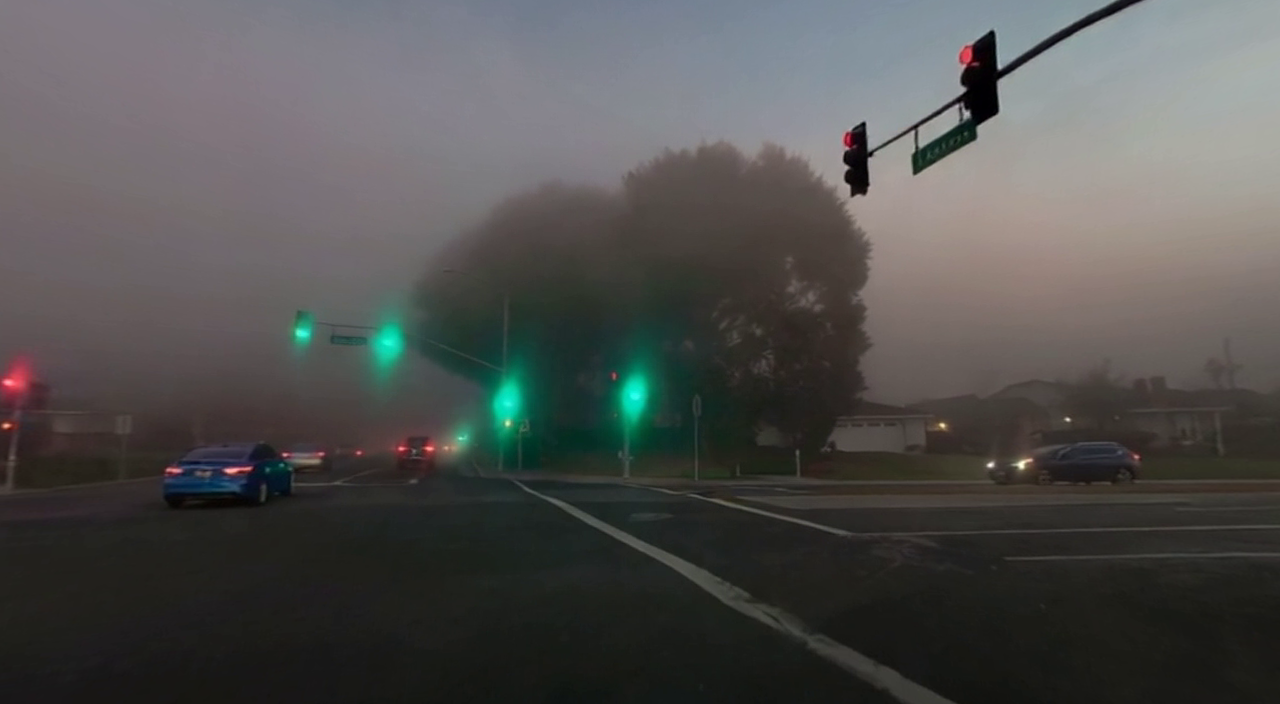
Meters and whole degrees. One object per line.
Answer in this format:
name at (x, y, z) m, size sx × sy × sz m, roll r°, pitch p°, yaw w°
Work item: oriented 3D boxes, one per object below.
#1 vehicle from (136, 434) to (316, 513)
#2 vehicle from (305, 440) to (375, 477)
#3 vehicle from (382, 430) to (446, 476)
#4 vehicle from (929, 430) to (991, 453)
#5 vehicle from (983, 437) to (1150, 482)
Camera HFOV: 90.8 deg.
vehicle at (-9.169, 2.670, 14.546) m, size 1.977 × 1.488 × 4.741 m, roll 2°, pitch -9°, yaw -15°
vehicle at (-13.090, 4.652, 27.875) m, size 1.934 × 1.459 × 4.368 m, roll 2°, pitch -9°, yaw -14°
vehicle at (-10.252, 4.590, 29.005) m, size 2.396 × 1.881 × 4.606 m, roll 2°, pitch -9°, yaw -15°
vehicle at (22.568, 6.346, 44.758) m, size 1.905 × 1.483 × 4.322 m, roll -1°, pitch -8°, yaw -4°
vehicle at (14.427, 3.639, 21.561) m, size 4.353 × 1.431 × 1.876 m, roll 0°, pitch -8°, yaw -2°
